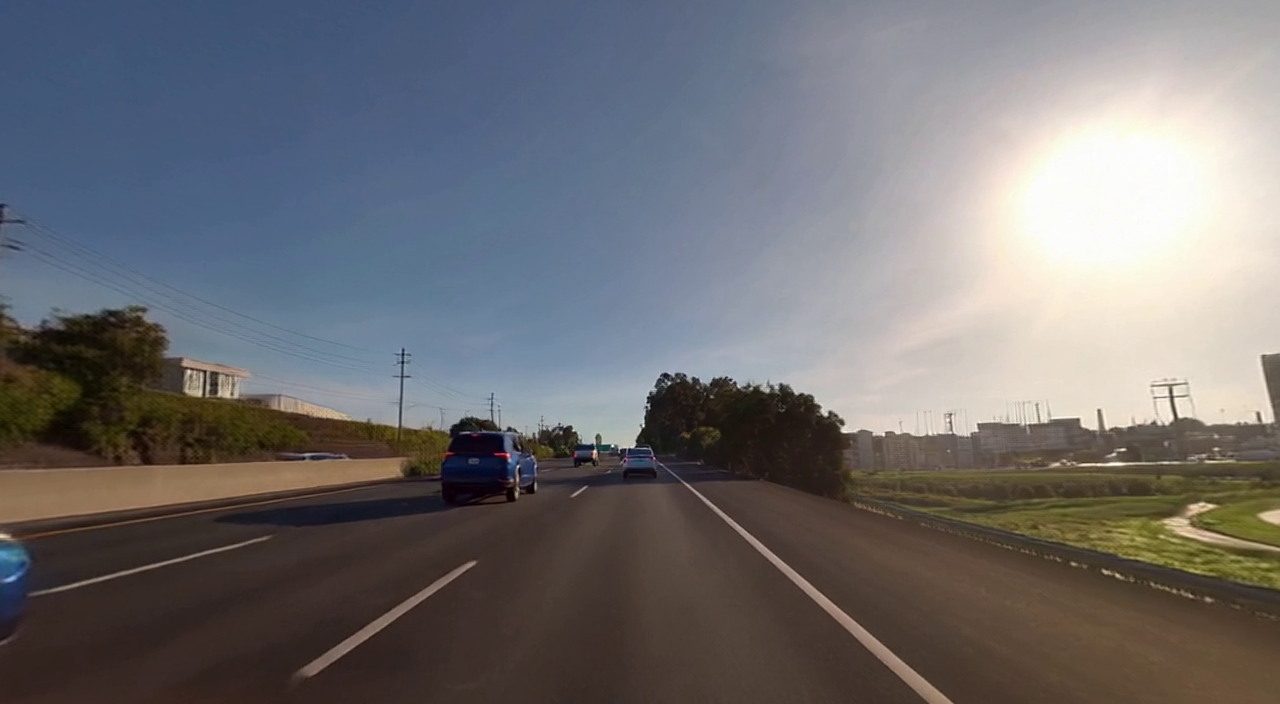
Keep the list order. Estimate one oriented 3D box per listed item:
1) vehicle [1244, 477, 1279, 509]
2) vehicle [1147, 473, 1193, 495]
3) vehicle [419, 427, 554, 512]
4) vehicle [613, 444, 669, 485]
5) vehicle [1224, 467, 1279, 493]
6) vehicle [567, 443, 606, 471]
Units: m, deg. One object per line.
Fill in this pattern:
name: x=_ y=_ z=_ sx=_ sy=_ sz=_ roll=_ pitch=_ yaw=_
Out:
vehicle: x=36.637 y=8.135 z=36.536 sx=1.844 sy=1.467 sz=4.653 roll=-7 pitch=-11 yaw=38
vehicle: x=39.783 y=9.851 z=47.283 sx=4.203 sy=1.418 sz=1.942 roll=8 pitch=-12 yaw=-42
vehicle: x=-3.603 y=2.861 z=15.863 sx=2.133 sy=1.789 sz=4.518 roll=-1 pitch=-8 yaw=2
vehicle: x=0.020 y=4.376 z=24.866 sx=2.047 sy=1.473 sz=3.978 roll=0 pitch=-8 yaw=0
vehicle: x=47.684 y=9.906 z=48.934 sx=4.590 sy=1.756 sz=2.059 roll=5 pitch=-10 yaw=-30
vehicle: x=-3.439 y=6.785 z=41.014 sx=1.993 sy=1.717 sz=4.321 roll=-1 pitch=-8 yaw=2
